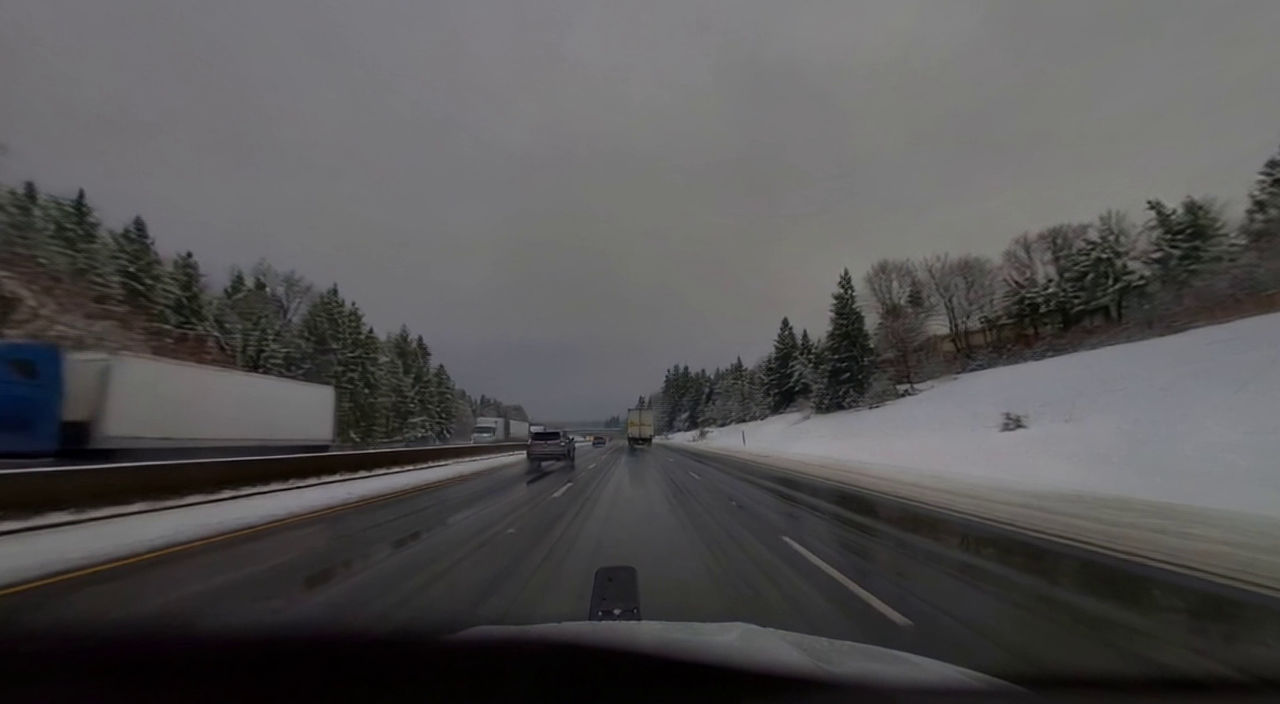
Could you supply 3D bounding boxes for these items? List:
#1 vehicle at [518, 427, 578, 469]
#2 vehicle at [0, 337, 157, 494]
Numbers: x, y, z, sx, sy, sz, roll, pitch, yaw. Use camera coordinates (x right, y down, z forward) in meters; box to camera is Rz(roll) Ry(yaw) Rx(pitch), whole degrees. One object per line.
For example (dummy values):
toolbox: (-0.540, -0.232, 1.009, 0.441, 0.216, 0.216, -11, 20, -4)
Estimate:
vehicle: (-3.936, 4.177, 27.694, 2.045, 1.655, 4.301, 0, -8, 0)
vehicle: (-17.063, 1.802, 17.191, 2.975, 3.782, 5.870, 0, -8, -1)
